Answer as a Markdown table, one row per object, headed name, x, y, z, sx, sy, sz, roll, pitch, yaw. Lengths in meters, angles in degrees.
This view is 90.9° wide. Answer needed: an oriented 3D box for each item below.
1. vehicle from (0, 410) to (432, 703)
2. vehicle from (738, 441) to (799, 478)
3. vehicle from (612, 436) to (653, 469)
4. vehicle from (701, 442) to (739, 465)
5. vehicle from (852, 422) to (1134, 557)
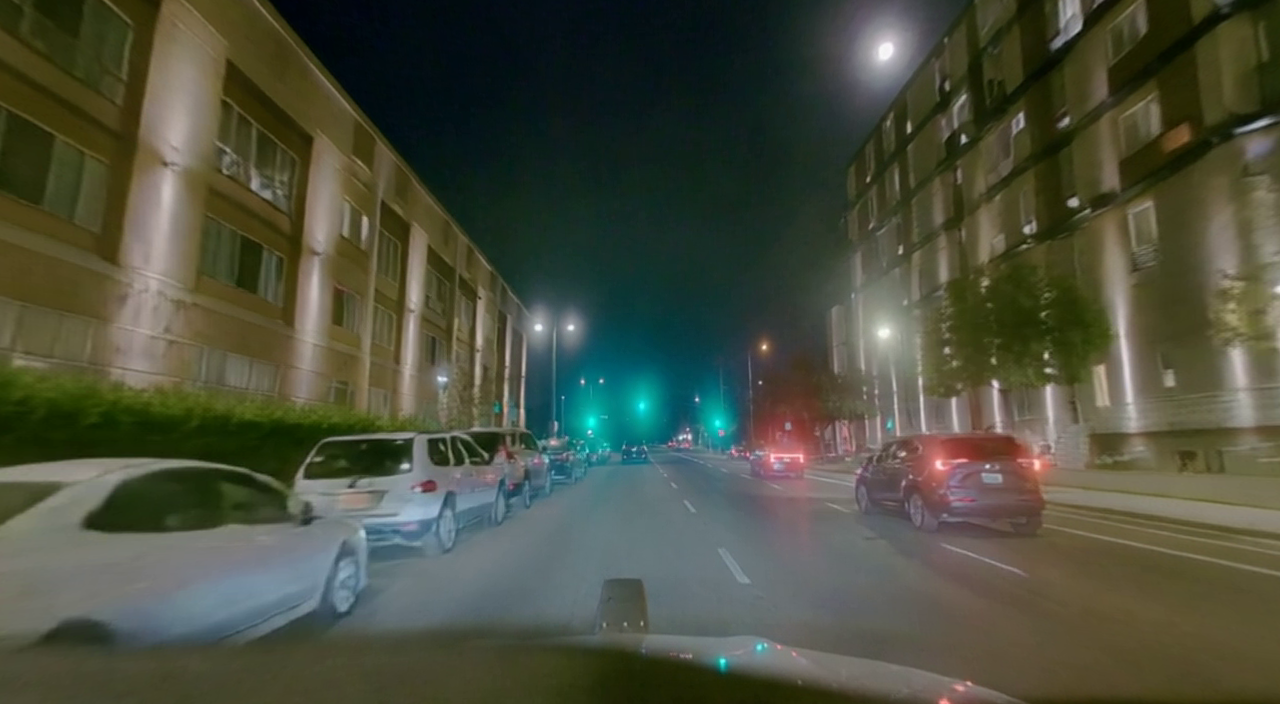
| name | x | y | z | sx | sy | sz | roll | pitch | yaw |
| --- | --- | --- | --- | --- | --- | --- | --- | --- | --- |
| vehicle | -3.022 | 1.205 | 3.876 | 1.957 | 1.435 | 4.662 | 0 | -9 | -1 |
| vehicle | 5.406 | 4.578 | 26.994 | 1.799 | 1.463 | 3.464 | 0 | -9 | -1 |
| vehicle | -0.391 | 5.517 | 34.666 | 2.122 | 1.689 | 3.885 | 0 | -9 | 0 |
| vehicle | 5.459 | 6.999 | 43.584 | 1.917 | 1.467 | 4.452 | 0 | -9 | -1 |
| vehicle | 4.977 | 1.983 | 9.750 | 1.891 | 1.599 | 4.173 | 0 | -9 | 0 |
